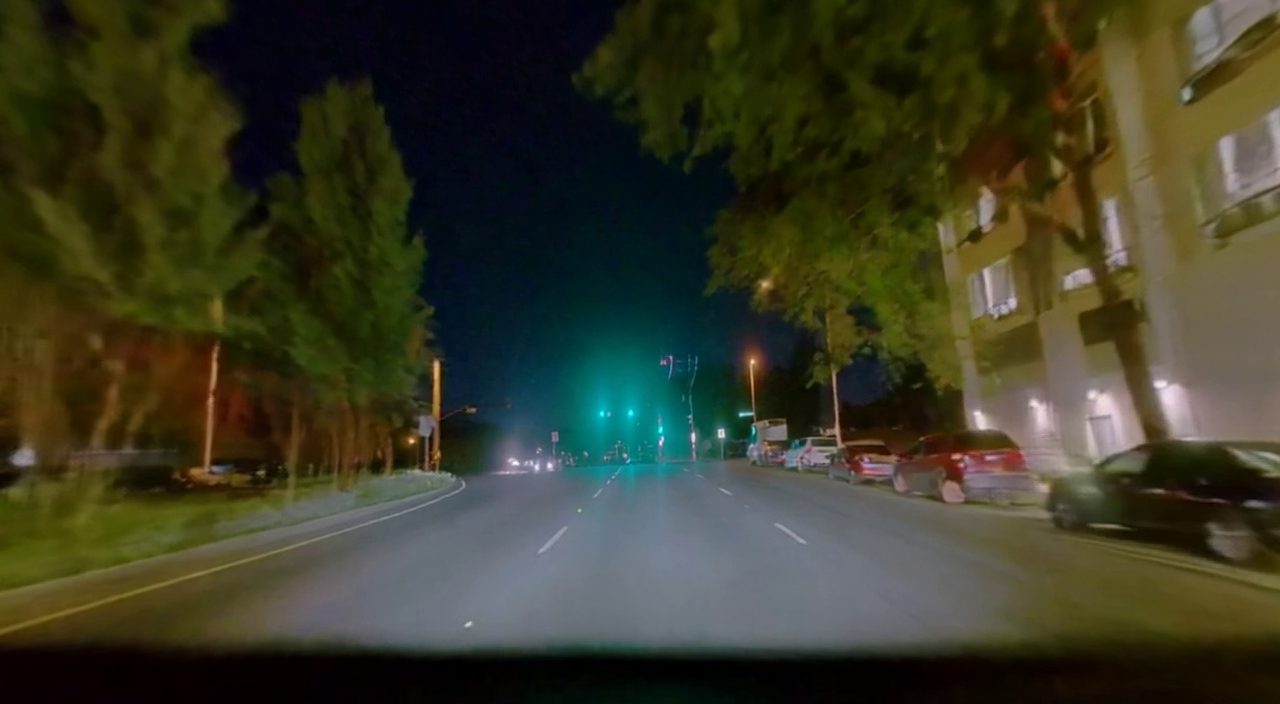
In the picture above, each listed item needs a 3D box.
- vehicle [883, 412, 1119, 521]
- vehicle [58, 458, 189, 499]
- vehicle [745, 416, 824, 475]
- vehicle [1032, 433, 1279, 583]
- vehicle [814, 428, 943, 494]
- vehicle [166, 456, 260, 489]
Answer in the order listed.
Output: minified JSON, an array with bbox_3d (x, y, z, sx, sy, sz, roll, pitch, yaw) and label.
[{"bbox_3d":[7.146,2.319,13.248,2.200,1.860,4.511,0,-8,-1],"label":"vehicle"},{"bbox_3d":[-22.340,5.447,27.577,1.821,1.496,4.724,0,-8,-1],"label":"vehicle"},{"bbox_3d":[7.317,4.878,33.001,2.391,2.750,6.853,0,-8,-1],"label":"vehicle"},{"bbox_3d":[7.139,1.718,7.491,1.850,1.448,4.844,0,-8,0],"label":"vehicle"},{"bbox_3d":[7.200,3.341,19.718,2.089,1.788,4.817,0,-8,-1],"label":"vehicle"},{"bbox_3d":[-22.124,6.228,32.878,1.922,1.545,4.178,-1,-8,1],"label":"vehicle"}]
